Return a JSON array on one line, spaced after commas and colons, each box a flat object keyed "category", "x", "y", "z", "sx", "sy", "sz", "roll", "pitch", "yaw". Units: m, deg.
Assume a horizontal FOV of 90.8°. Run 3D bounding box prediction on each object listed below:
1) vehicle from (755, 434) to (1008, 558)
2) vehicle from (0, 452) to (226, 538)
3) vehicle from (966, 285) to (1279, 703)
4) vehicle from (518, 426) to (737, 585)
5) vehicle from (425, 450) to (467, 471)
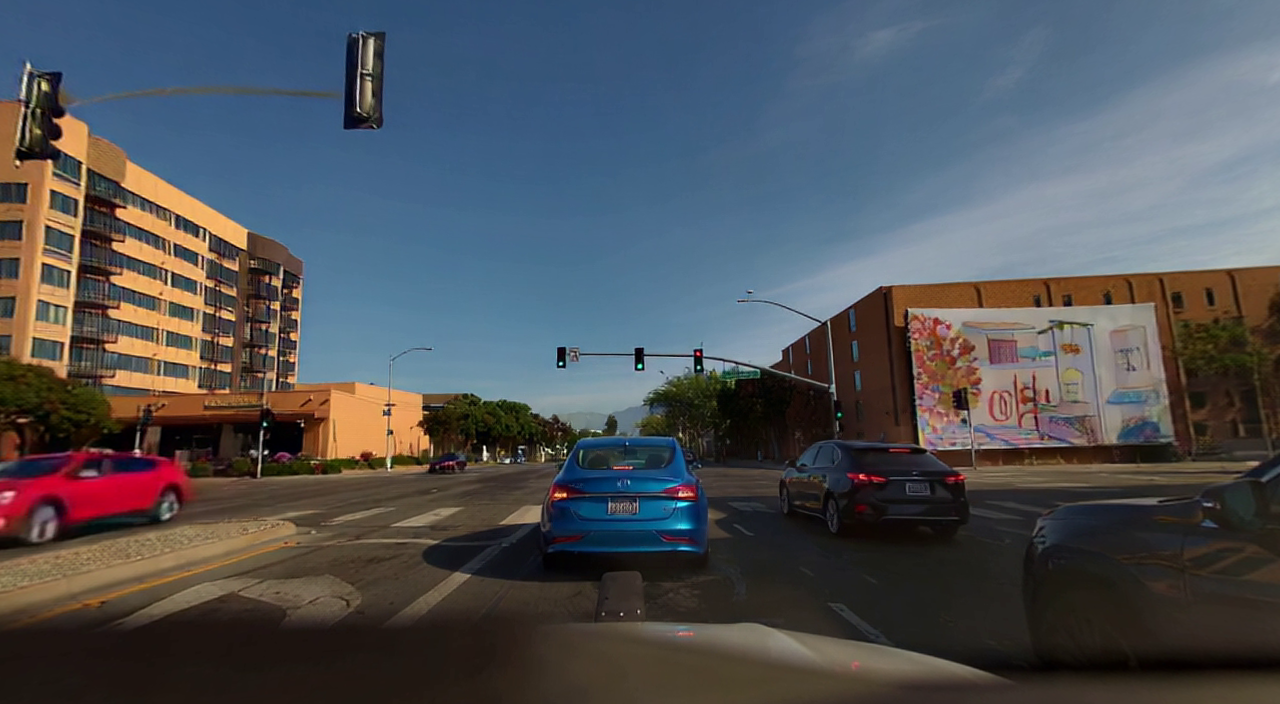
[{"category": "vehicle", "x": 3.226, "y": 2.007, "z": 9.625, "sx": 2.009, "sy": 1.414, "sz": 4.416, "roll": 0, "pitch": -8, "yaw": -2}, {"category": "vehicle", "x": -11.615, "y": 2.992, "z": 13.935, "sx": 1.887, "sy": 1.516, "sz": 4.524, "roll": 0, "pitch": -8, "yaw": 0}, {"category": "vehicle", "x": 3.015, "y": 0.635, "z": 1.586, "sx": 2.047, "sy": 1.785, "sz": 4.357, "roll": 0, "pitch": -8, "yaw": 0}, {"category": "vehicle", "x": -0.135, "y": 1.765, "z": 8.073, "sx": 2.095, "sy": 1.502, "sz": 3.873, "roll": 0, "pitch": -8, "yaw": 0}, {"category": "vehicle", "x": -14.683, "y": 8.207, "z": 48.001, "sx": 1.817, "sy": 1.442, "sz": 4.371, "roll": 0, "pitch": -8, "yaw": 0}]
